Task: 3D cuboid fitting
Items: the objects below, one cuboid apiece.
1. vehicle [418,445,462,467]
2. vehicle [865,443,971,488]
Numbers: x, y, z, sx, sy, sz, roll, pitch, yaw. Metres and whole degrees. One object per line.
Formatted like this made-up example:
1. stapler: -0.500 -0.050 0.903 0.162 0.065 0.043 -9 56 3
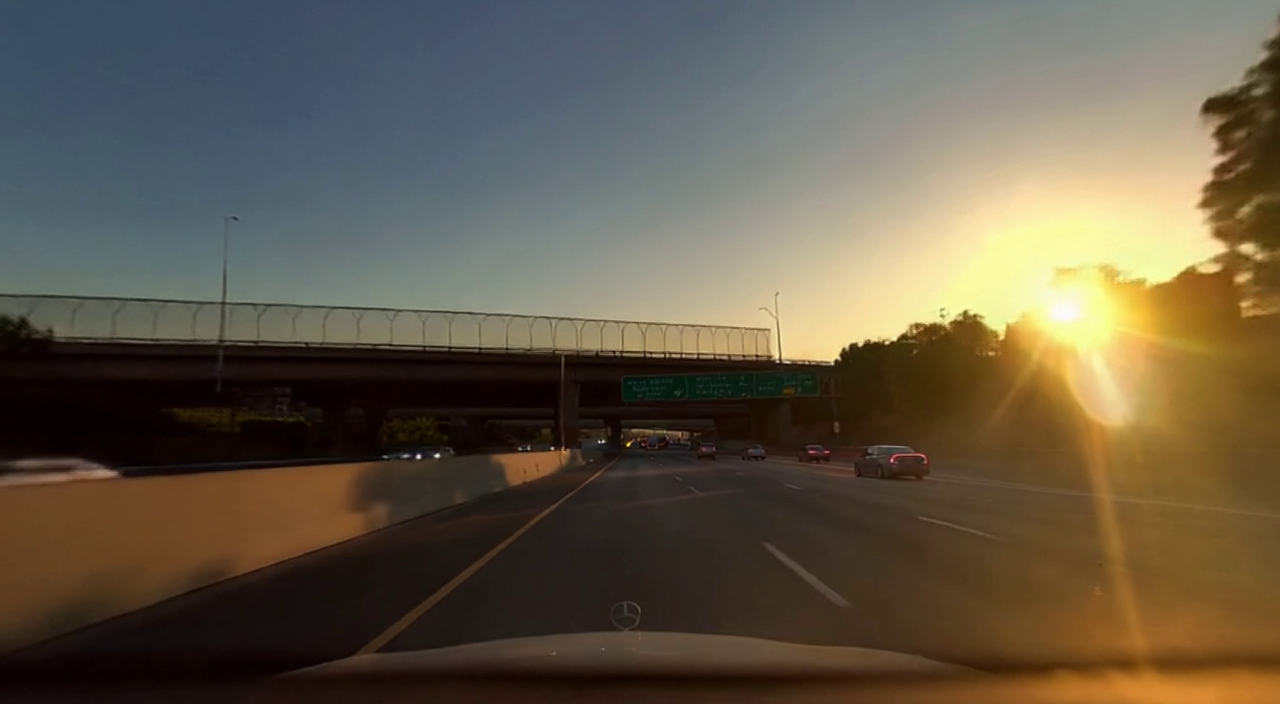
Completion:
1. vehicle: -15.362 7.947 48.675 1.918 1.569 4.146 0 -8 2
2. vehicle: 9.774 3.992 22.596 1.836 1.418 4.132 0 -9 -1
